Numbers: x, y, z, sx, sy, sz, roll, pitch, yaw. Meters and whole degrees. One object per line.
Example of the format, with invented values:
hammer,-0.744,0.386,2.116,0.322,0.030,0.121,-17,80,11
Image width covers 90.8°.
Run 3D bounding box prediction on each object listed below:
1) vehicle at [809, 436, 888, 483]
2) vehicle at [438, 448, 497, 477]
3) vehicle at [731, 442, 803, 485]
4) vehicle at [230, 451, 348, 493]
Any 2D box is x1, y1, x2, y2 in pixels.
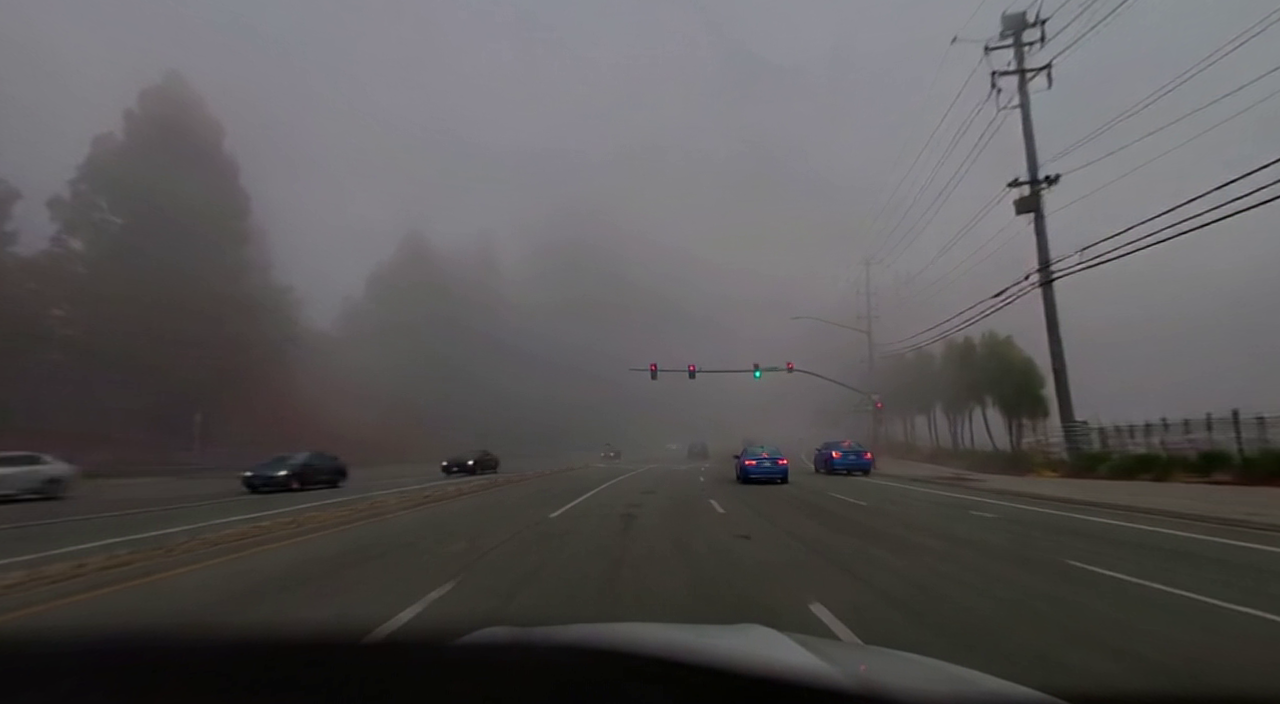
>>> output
vehicle,8.614,4.471,26.563,2.029,1.795,4.371,0,-9,3
vehicle,-10.112,6.508,37.435,1.885,1.592,4.337,-1,-9,5
vehicle,4.768,4.231,24.351,2.035,1.460,4.392,0,-9,3
vehicle,-14.114,4.824,25.786,1.847,1.478,4.746,0,-9,4
